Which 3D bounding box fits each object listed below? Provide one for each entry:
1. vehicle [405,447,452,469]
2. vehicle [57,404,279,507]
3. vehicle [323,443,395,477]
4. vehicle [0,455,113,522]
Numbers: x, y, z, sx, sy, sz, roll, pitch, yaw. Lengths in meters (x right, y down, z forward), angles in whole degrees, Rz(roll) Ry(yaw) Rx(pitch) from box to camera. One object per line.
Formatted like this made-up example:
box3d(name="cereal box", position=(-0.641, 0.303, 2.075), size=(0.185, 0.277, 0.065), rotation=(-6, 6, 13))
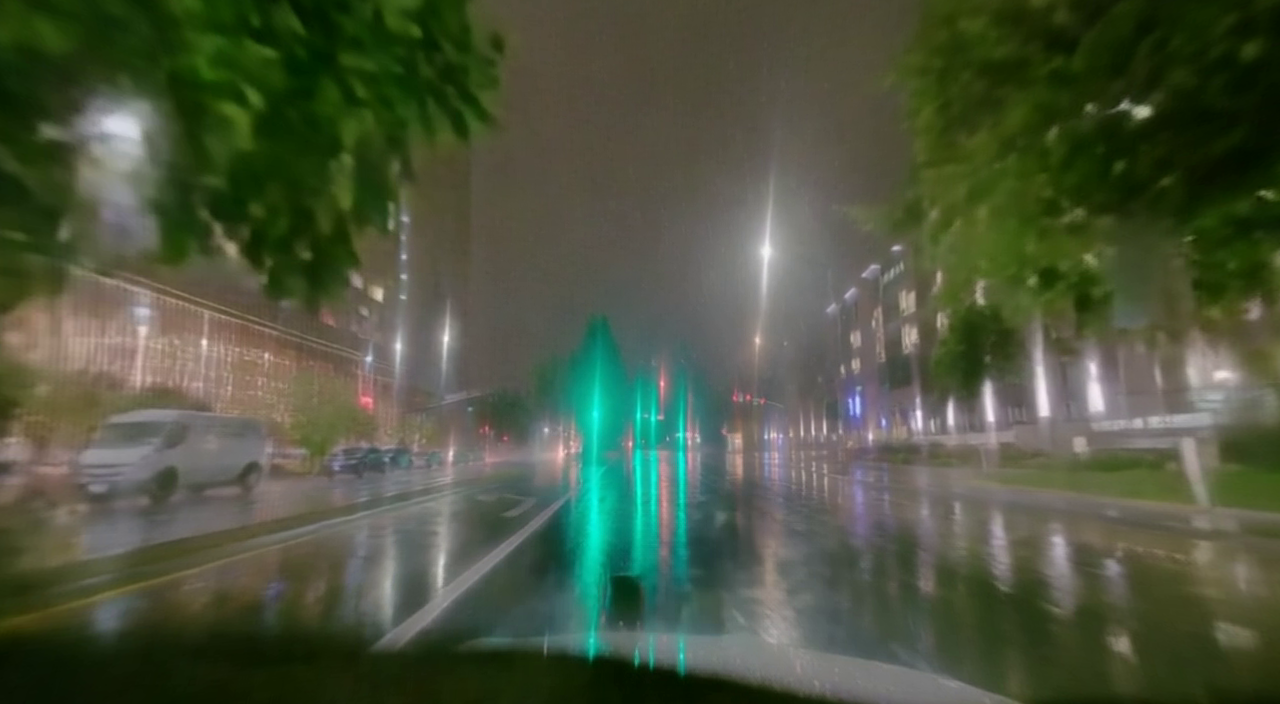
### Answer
box3d(name="vehicle", position=(-15.519, 7.775, 46.559), size=(1.776, 1.468, 5.089), rotation=(0, -8, -1))
box3d(name="vehicle", position=(-15.426, 3.468, 21.487), size=(2.335, 2.896, 6.785), rotation=(-1, -9, -1))
box3d(name="vehicle", position=(-15.601, 6.006, 35.374), size=(1.950, 1.749, 5.006), rotation=(0, -8, -3))
box3d(name="vehicle", position=(-15.510, 3.198, 14.886), size=(1.929, 1.471, 4.919), rotation=(0, -8, 0))
